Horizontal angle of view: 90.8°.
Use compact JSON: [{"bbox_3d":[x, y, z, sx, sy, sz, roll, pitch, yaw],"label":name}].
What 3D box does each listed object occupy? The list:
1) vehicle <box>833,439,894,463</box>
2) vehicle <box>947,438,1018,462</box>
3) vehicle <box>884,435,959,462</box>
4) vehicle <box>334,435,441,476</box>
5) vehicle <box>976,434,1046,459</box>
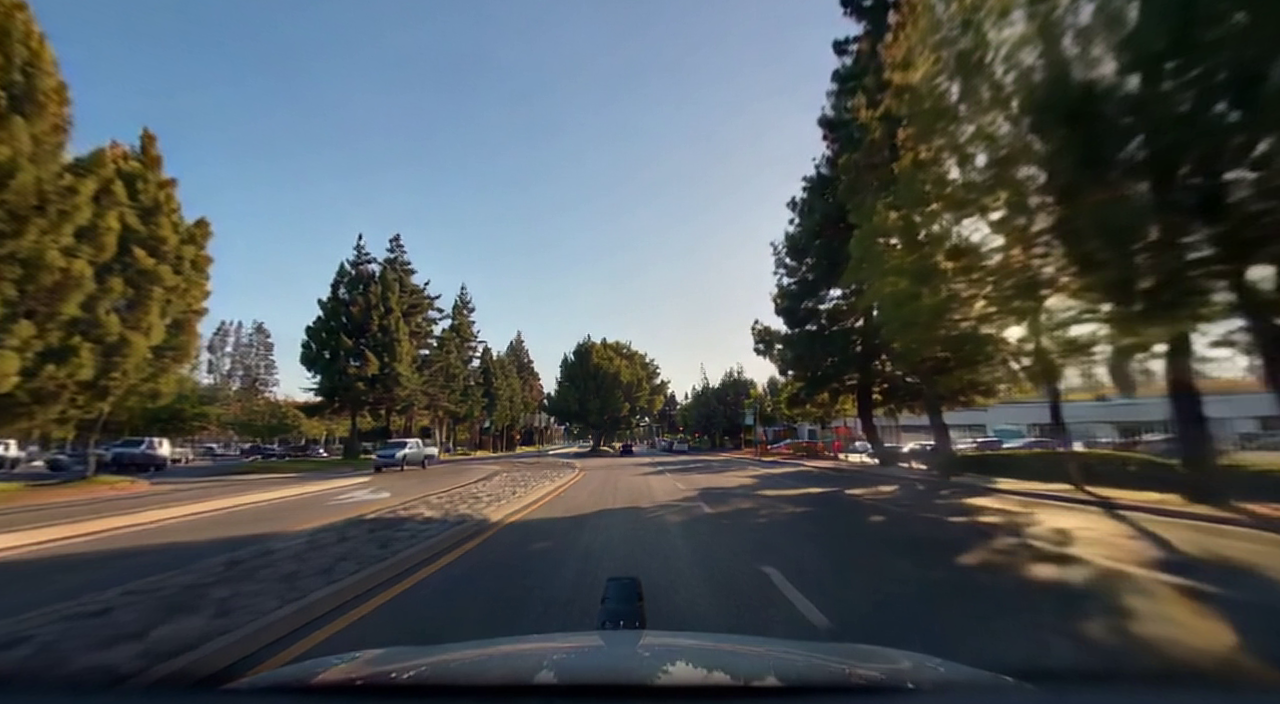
[{"bbox_3d":[16.120,7.176,45.887,1.966,1.583,4.568,2,-9,-13],"label":"vehicle"},{"bbox_3d":[24.334,6.981,45.068,1.988,1.617,4.524,2,-8,-11],"label":"vehicle"},{"bbox_3d":[20.923,7.236,47.236,2.150,1.812,5.372,0,-8,-14],"label":"vehicle"},{"bbox_3d":[-11.691,4.821,29.289,4.497,1.774,1.958,-5,-10,23],"label":"vehicle"},{"bbox_3d":[28.694,7.338,49.044,1.916,1.741,4.936,4,-9,-9],"label":"vehicle"}]
